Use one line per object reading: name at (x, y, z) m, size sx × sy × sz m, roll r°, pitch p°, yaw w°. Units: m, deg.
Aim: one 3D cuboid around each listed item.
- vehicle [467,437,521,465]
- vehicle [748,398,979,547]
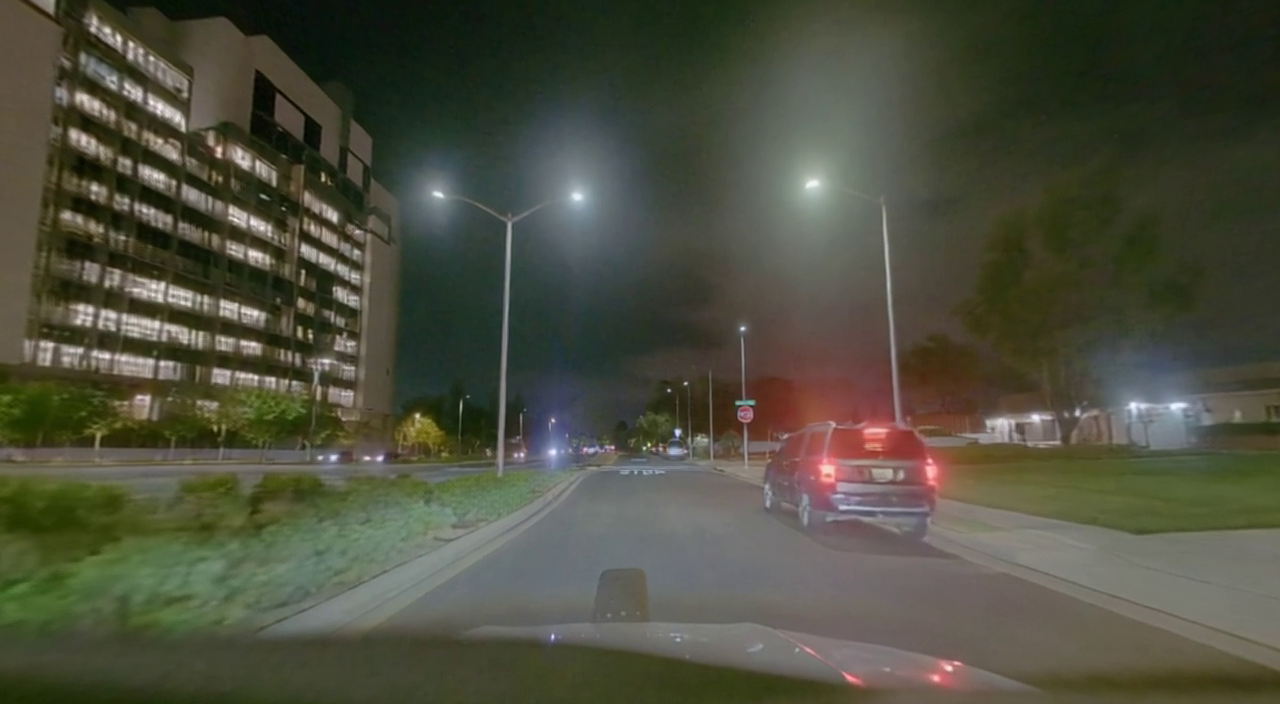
vehicle at (-8.647, 5.904, 37.648) m, size 2.024 × 1.532 × 3.863 m, roll -1°, pitch -9°, yaw 4°
vehicle at (3.165, 1.833, 10.119) m, size 2.067 × 1.846 × 4.384 m, roll 0°, pitch -9°, yaw 0°
